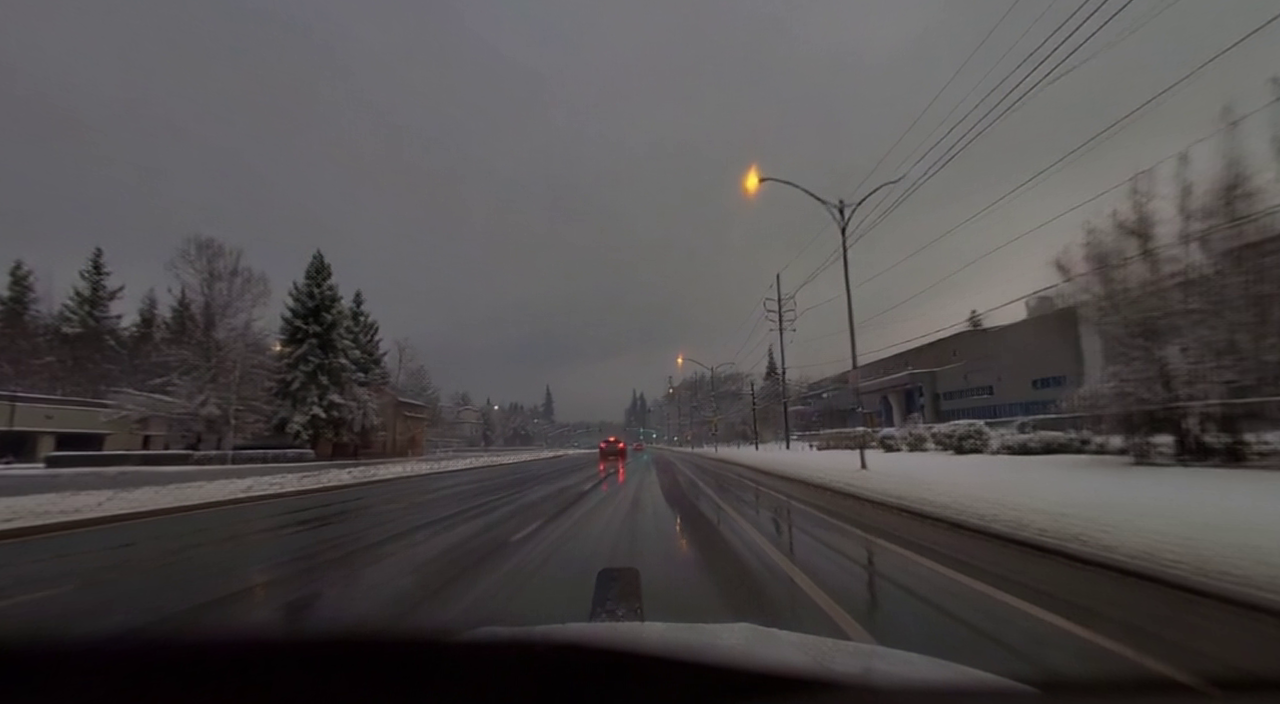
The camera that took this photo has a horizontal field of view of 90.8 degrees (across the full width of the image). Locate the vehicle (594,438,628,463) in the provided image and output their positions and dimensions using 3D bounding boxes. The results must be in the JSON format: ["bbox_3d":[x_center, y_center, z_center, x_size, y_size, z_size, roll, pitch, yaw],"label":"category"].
[{"bbox_3d":[-2.042,7.038,45.216,2.121,1.654,3.993,0,-8,2],"label":"vehicle"}]
